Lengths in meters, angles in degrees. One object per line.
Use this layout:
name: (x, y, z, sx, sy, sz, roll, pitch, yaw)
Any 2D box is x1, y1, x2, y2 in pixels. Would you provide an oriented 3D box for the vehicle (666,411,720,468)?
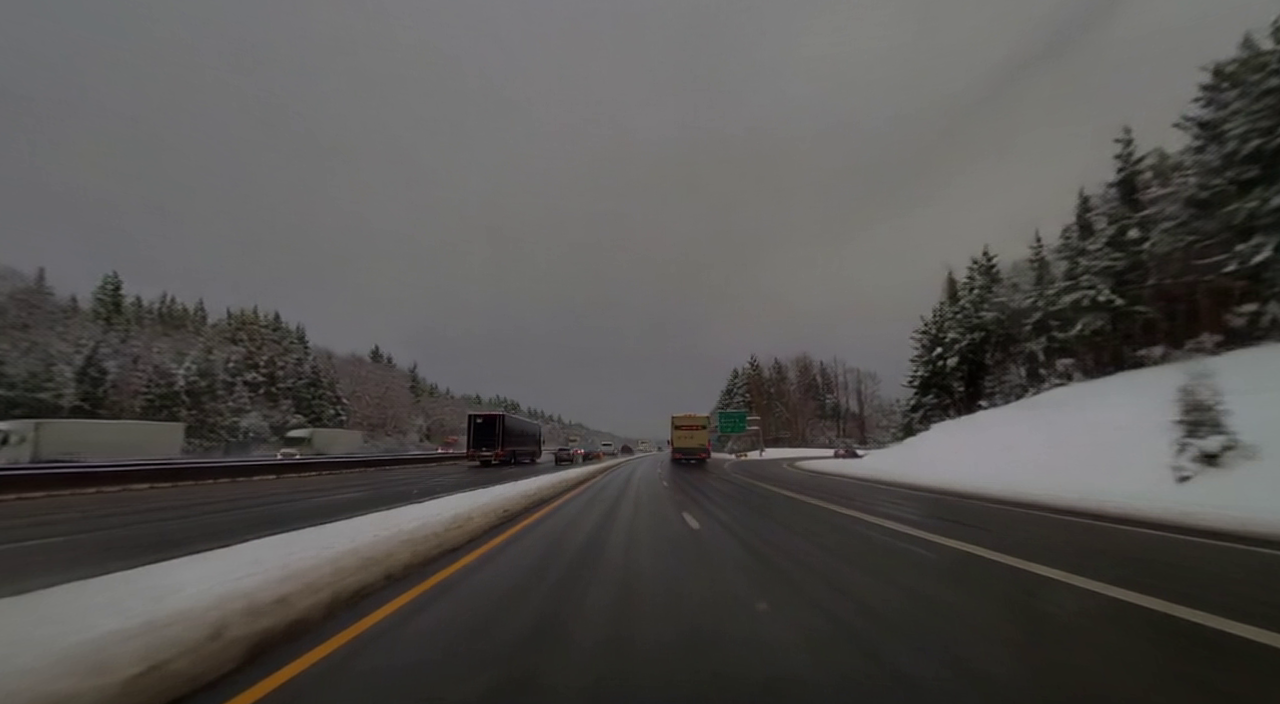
vehicle: (3.677, 6.634, 47.259, 2.928, 3.595, 13.975, 0, -9, 0)

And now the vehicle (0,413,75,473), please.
vehicle: (-43.404, 6.298, 43.481, 2.885, 3.858, 6.032, -1, -9, 3)
